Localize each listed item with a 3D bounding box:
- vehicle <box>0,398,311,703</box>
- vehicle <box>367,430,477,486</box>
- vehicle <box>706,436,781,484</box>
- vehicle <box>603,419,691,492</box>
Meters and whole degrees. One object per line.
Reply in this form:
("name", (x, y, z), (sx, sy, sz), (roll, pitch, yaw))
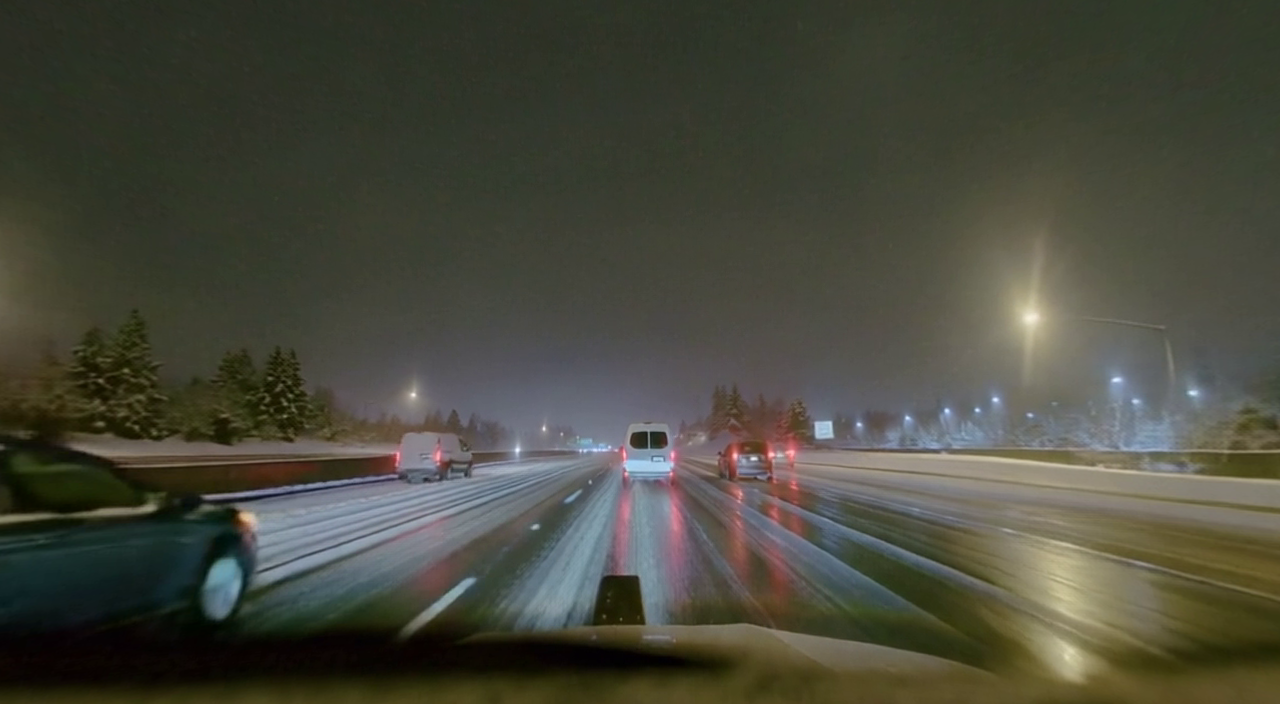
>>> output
("vehicle", (-4.025, 1.021, 3.113), (2.173, 1.542, 4.781), (0, -9, 1))
("vehicle", (-7.708, 3.815, 22.912), (2.192, 1.776, 4.957), (0, -8, 0))
("vehicle", (3.892, 4.163, 24.516), (2.146, 1.678, 4.489), (0, -9, 0))
("vehicle", (0.193, 3.324, 20.444), (2.509, 2.062, 4.639), (0, -9, 0))
